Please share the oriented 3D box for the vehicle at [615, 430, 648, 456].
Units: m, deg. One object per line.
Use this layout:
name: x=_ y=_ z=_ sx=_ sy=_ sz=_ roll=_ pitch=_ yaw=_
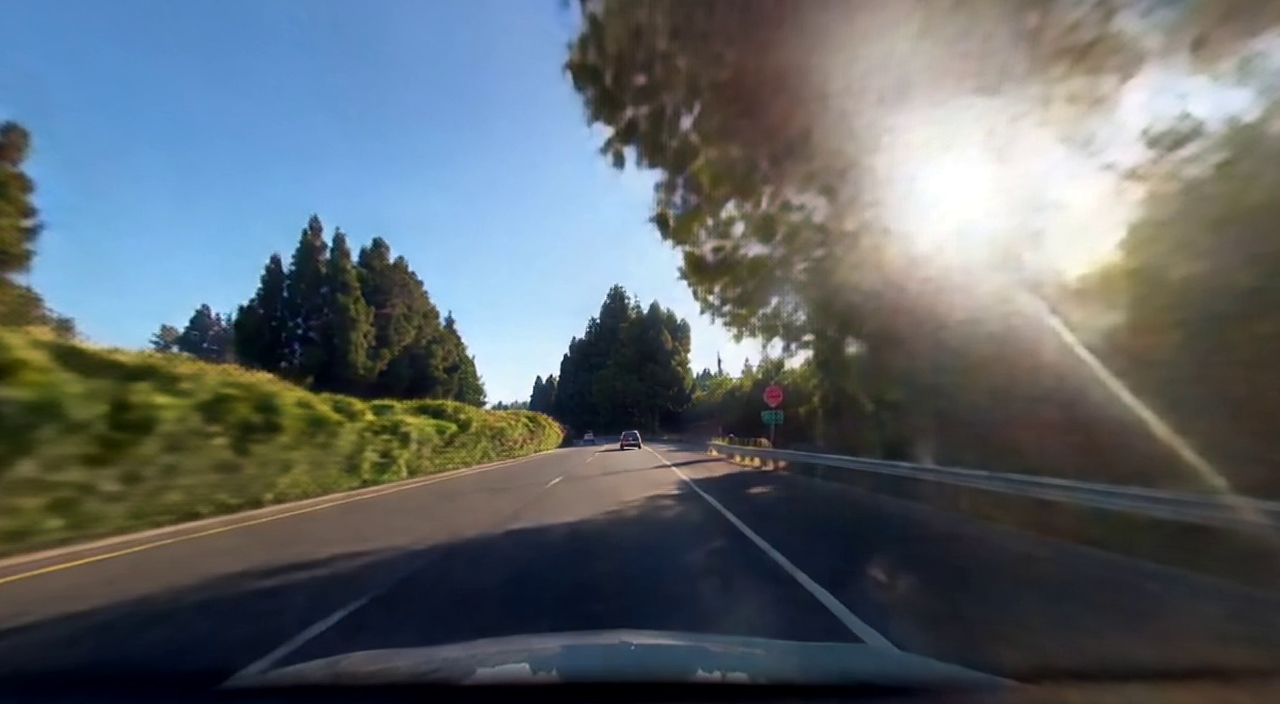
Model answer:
vehicle: x=-0.555 y=5.844 z=40.644 sx=2.041 sy=1.618 sz=3.898 roll=0 pitch=-8 yaw=-1
